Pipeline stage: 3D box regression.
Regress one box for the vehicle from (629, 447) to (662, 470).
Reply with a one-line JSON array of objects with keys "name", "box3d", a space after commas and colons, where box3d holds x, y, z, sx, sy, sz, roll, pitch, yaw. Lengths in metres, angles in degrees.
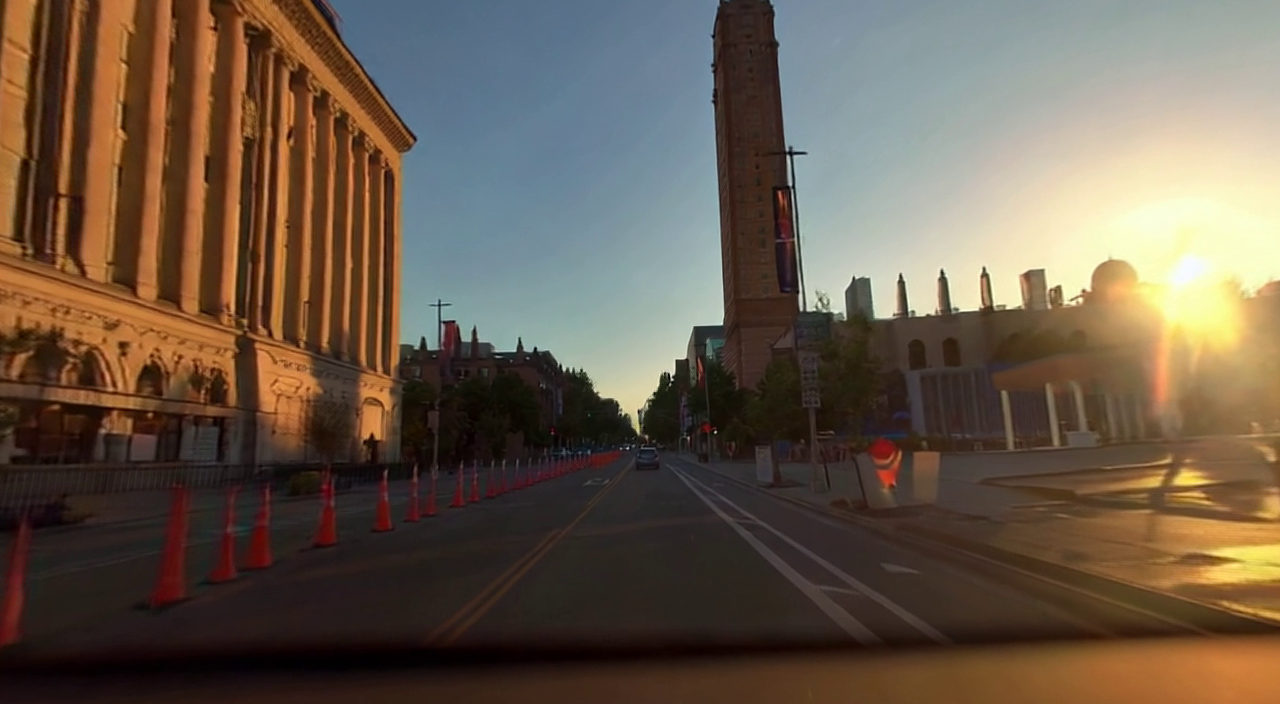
[{"name": "vehicle", "box3d": [0.423, 7.661, 45.564, 2.216, 1.492, 4.725, 0, -9, 1]}]
